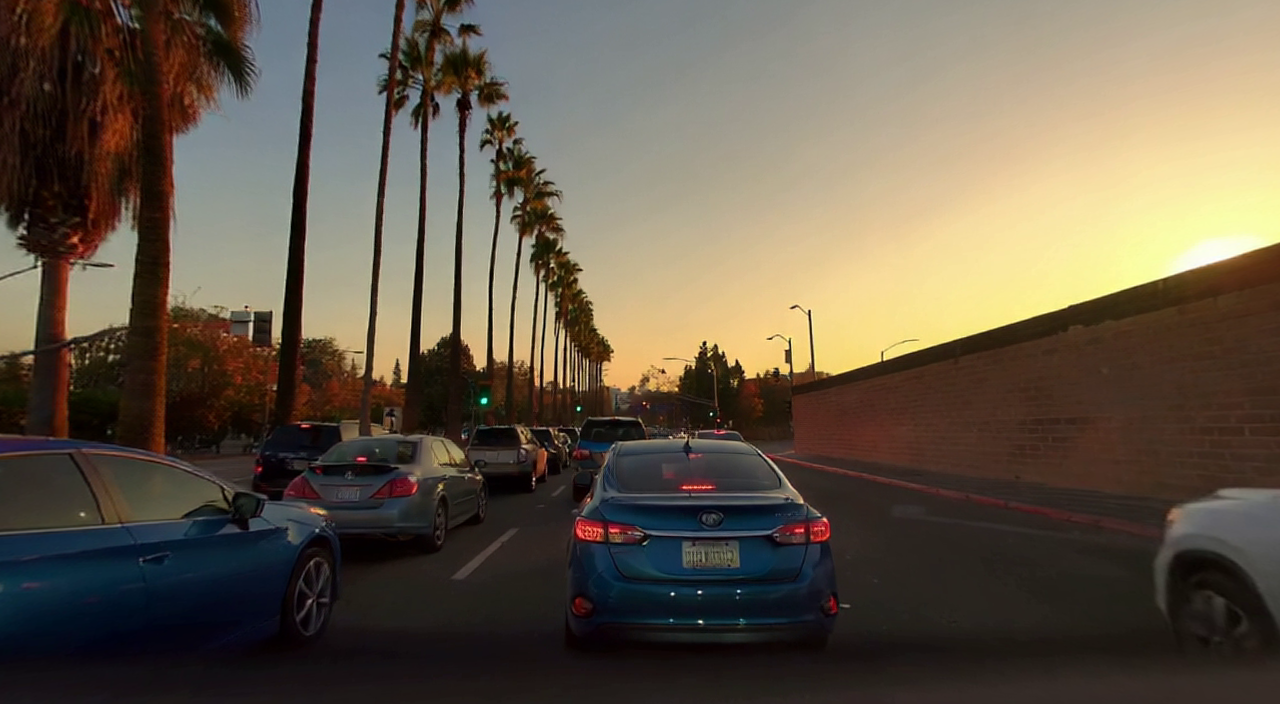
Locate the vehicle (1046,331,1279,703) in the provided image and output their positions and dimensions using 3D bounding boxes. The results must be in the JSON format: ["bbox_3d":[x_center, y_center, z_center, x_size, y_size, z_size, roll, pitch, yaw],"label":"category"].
[{"bbox_3d":[3.172,0.696,1.502,2.112,1.717,4.432,-2,-9,11],"label":"vehicle"}]

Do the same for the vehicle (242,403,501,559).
[{"bbox_3d":[-3.514,1.772,9.274,2.055,1.746,4.136,0,-8,-2],"label":"vehicle"}]

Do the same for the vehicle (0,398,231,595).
[{"bbox_3d":[-6.669,1.403,6.386,1.963,1.721,4.662,0,-8,-2],"label":"vehicle"}]

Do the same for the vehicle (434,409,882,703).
[{"bbox_3d":[0.047,1.332,5.192,2.128,1.473,4.272,0,-8,-1],"label":"vehicle"}]
